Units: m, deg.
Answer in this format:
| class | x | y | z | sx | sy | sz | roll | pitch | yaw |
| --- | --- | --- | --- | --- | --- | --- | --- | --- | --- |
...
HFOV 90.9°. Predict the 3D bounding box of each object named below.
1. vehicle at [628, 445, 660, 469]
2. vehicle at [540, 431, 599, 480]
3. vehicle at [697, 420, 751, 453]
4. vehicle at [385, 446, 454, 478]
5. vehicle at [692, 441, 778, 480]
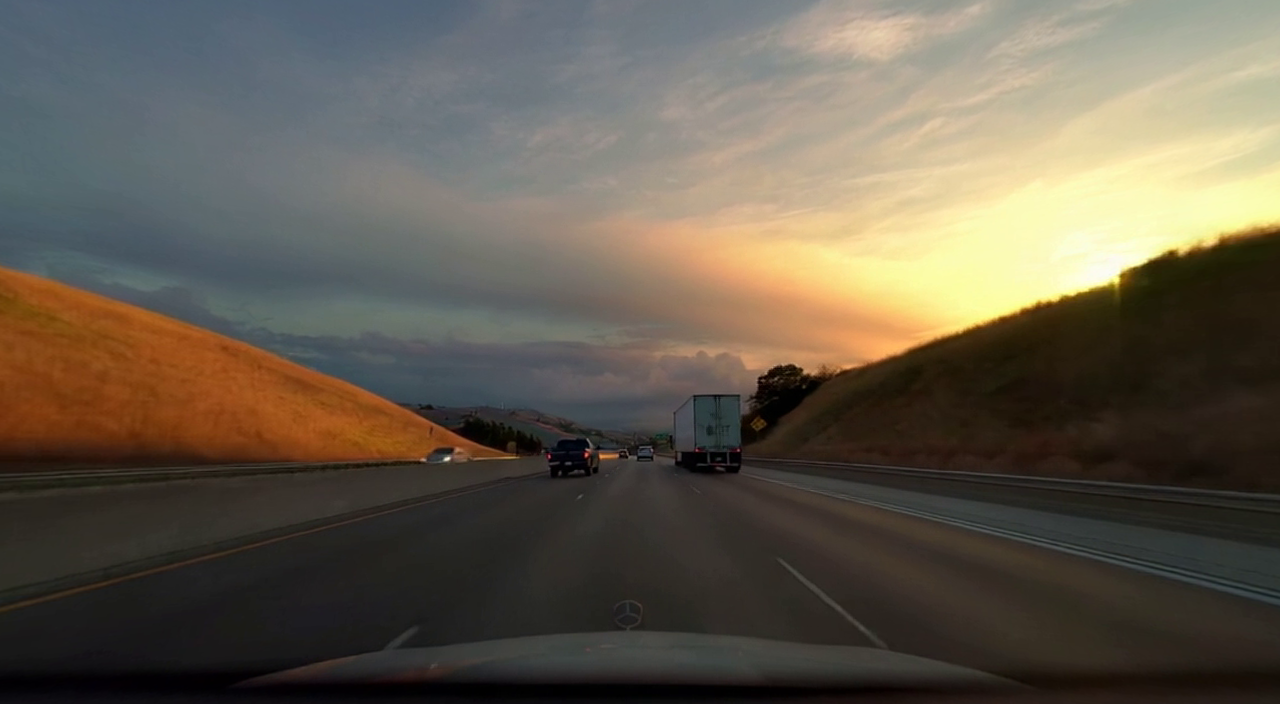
| class | x | y | z | sx | sy | sz | roll | pitch | yaw |
| --- | --- | --- | --- | --- | --- | --- | --- | --- | --- |
| vehicle | 0.258 | 7.106 | 42.698 | 2.086 | 1.497 | 3.681 | 0 | -9 | 0 |
| vehicle | -3.148 | 4.765 | 29.099 | 2.142 | 2.044 | 4.446 | 0 | -9 | 1 |
| vehicle | 4.108 | 4.257 | 31.465 | 1.968 | 1.547 | 4.215 | 0 | -9 | -2 |
| vehicle | -10.932 | 5.464 | 31.506 | 1.879 | 1.437 | 4.183 | 0 | -9 | 1 |
| vehicle | 4.232 | 5.154 | 30.332 | 2.654 | 1.574 | 9.537 | 0 | -9 | 0 |
